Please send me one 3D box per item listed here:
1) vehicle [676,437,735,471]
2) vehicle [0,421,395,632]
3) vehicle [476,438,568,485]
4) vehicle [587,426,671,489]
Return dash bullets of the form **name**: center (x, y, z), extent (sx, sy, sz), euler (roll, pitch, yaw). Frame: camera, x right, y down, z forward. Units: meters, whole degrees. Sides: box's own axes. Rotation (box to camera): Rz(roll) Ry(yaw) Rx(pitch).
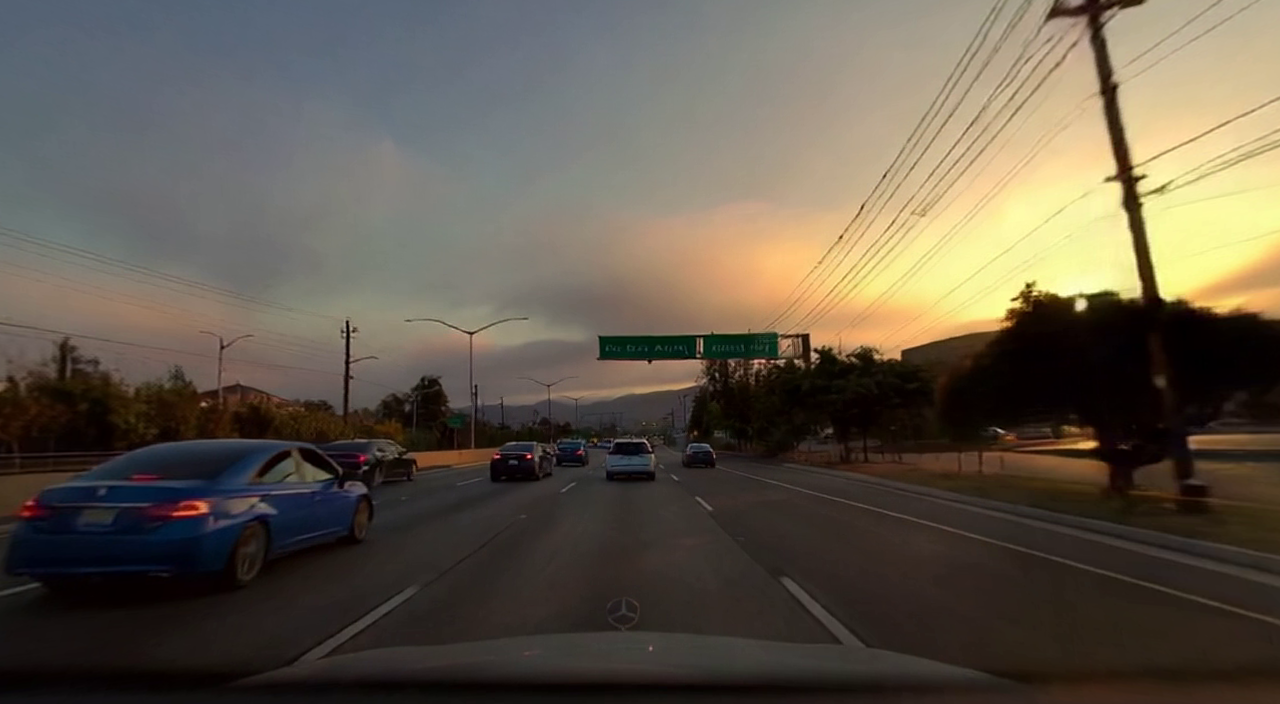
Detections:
- **vehicle**: center (2.971, 4.747, 29.649), extent (2.197, 1.464, 4.356), euler (0, -8, -2)
- **vehicle**: center (-4.312, 1.538, 6.665), extent (1.958, 1.447, 4.454), euler (1, -8, -5)
- **vehicle**: center (-3.868, 3.690, 21.646), extent (2.203, 1.425, 4.610), euler (0, -8, 1)
- **vehicle**: center (-0.311, 3.195, 19.351), extent (2.284, 1.699, 4.168), euler (0, -8, -1)
